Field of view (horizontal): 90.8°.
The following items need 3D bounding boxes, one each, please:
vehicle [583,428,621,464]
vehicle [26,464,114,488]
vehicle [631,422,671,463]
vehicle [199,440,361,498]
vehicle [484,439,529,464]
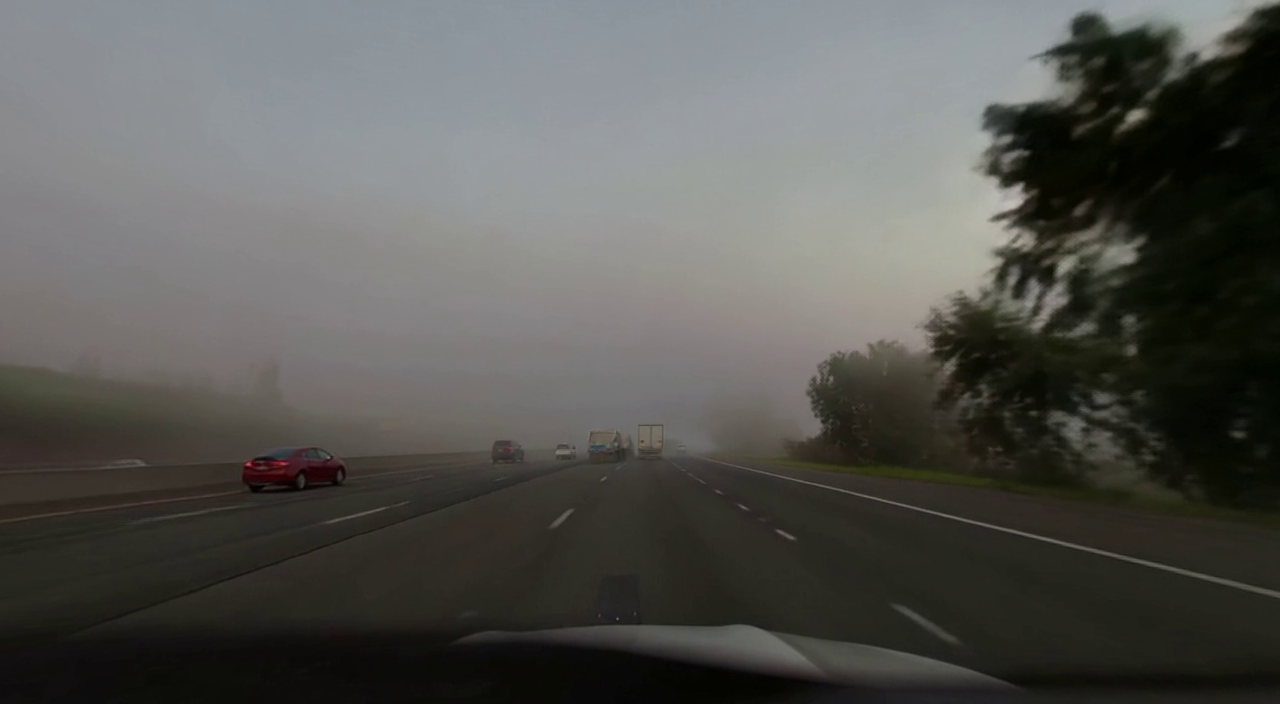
[{"bbox_3d":[-2.770,7.116,47.732,2.328,2.519,5.238,0,-8,2],"label":"vehicle"},{"bbox_3d":[-43.283,9.409,48.141,2.107,1.552,4.767,0,-9,2],"label":"vehicle"},{"bbox_3d":[0.849,6.833,47.919,2.768,2.854,6.757,1,-8,1],"label":"vehicle"},{"bbox_3d":[-10.206,3.329,18.442,1.952,1.457,4.689,0,-8,0],"label":"vehicle"},{"bbox_3d":[-9.973,7.454,47.605,2.080,1.777,5.450,0,-8,2],"label":"vehicle"}]
